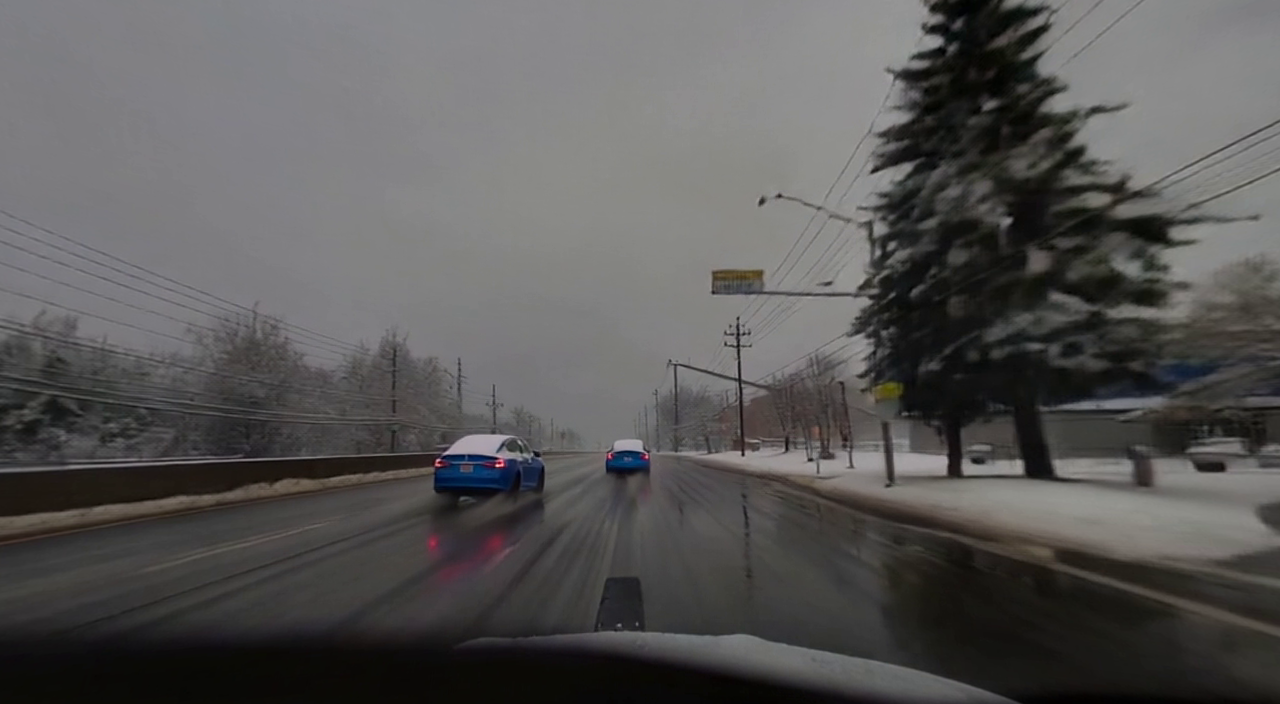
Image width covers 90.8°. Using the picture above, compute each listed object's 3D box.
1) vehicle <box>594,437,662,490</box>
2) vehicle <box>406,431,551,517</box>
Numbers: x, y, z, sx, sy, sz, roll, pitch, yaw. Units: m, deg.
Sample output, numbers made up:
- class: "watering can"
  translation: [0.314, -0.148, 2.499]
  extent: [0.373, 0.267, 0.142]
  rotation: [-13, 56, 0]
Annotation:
- class: "vehicle"
  translation: [-0.370, 3.885, 22.373]
  extent: [2.189, 1.652, 4.135]
  rotation: [0, -8, 0]
- class: "vehicle"
  translation: [-3.405, 2.681, 14.470]
  extent: [1.985, 1.607, 4.892]
  rotation: [0, -8, 1]
